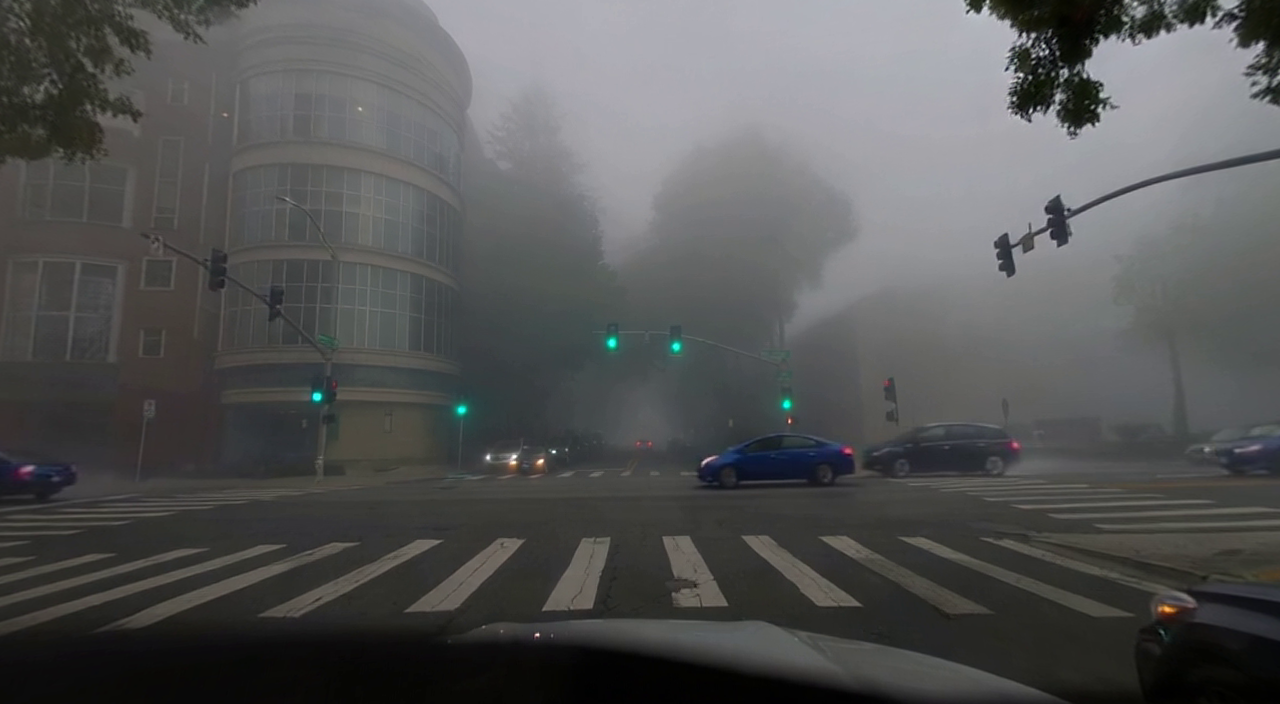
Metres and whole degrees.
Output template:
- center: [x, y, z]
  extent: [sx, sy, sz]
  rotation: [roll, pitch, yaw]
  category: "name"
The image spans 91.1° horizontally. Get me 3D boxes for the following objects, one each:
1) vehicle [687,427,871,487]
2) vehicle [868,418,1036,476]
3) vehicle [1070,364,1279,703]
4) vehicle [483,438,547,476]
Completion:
- center: [3.565, 2.771, 16.760]
  extent: [4.464, 1.472, 1.867]
  rotation: [0, -8, 0]
  category: "vehicle"
- center: [9.950, 3.077, 20.328]
  extent: [4.363, 1.757, 1.926]
  rotation: [0, -8, 1]
  category: "vehicle"
- center: [2.887, 0.672, 0.823]
  extent: [1.947, 1.576, 3.825]
  rotation: [0, -8, 1]
  category: "vehicle"
- center: [-5.948, 5.047, 30.440]
  extent: [2.115, 1.690, 4.322]
  rotation: [-1, -8, 2]
  category: "vehicle"
